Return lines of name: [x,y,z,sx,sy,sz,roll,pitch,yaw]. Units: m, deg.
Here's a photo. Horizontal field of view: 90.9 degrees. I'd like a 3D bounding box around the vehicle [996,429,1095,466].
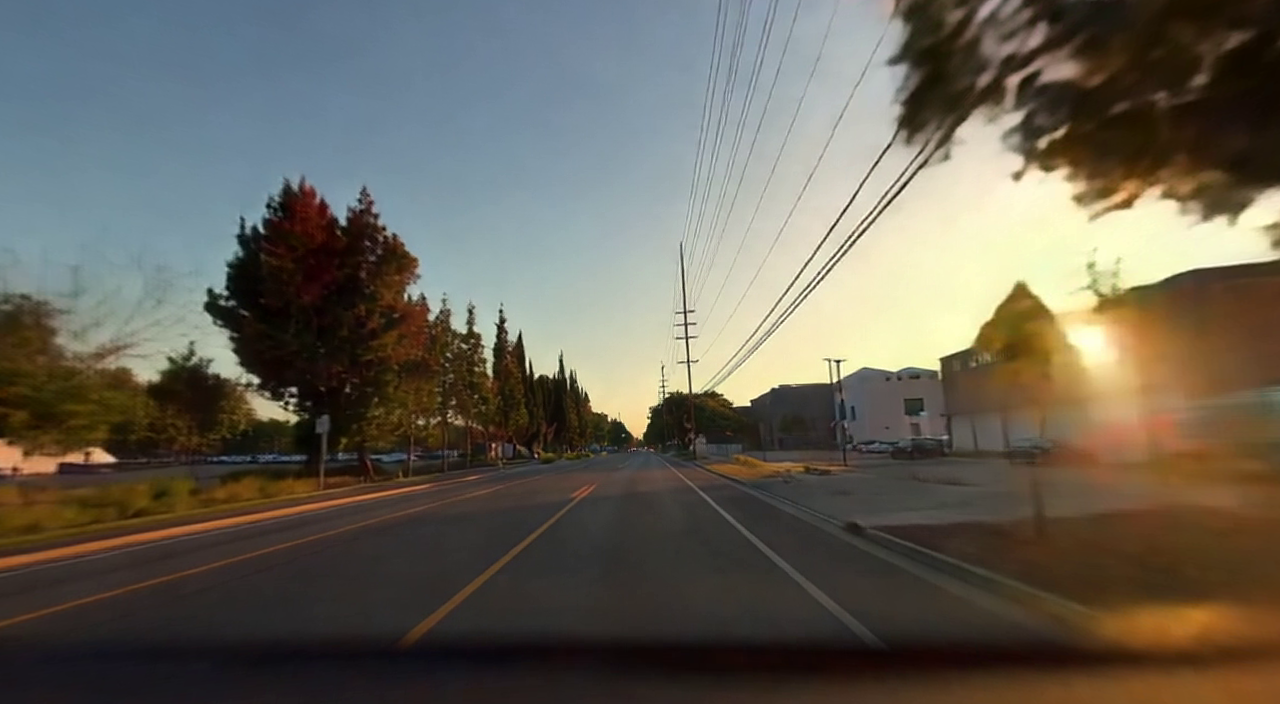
vehicle: [18.618,4.421,29.164,1.875,1.440,3.925,-4,-8,0]
